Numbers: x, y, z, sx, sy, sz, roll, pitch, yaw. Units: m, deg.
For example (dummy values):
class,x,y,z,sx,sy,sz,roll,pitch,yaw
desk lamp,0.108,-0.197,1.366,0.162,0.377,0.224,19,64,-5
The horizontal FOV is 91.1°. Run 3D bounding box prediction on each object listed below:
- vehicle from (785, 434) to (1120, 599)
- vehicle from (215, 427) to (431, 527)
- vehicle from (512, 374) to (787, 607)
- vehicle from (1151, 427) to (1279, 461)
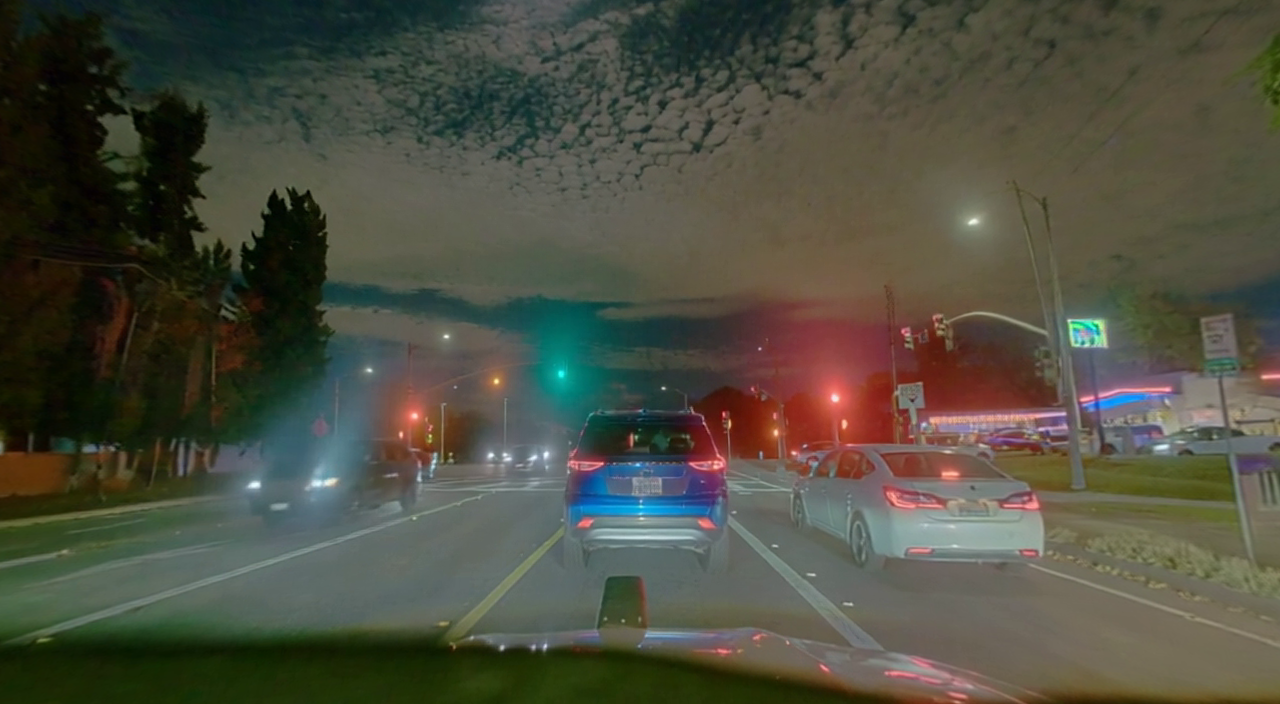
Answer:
class,x,y,z,sx,sy,sz,roll,pitch,yaw
vehicle,3.374,1.832,7.988,1.900,1.478,4.425,0,-9,-1
vehicle,-6.380,2.562,13.479,2.153,1.728,4.753,0,-9,0
vehicle,0.036,1.469,7.456,2.296,1.947,4.168,0,-9,-1
vehicle,25.946,4.116,28.142,4.420,1.469,1.807,0,-8,1
